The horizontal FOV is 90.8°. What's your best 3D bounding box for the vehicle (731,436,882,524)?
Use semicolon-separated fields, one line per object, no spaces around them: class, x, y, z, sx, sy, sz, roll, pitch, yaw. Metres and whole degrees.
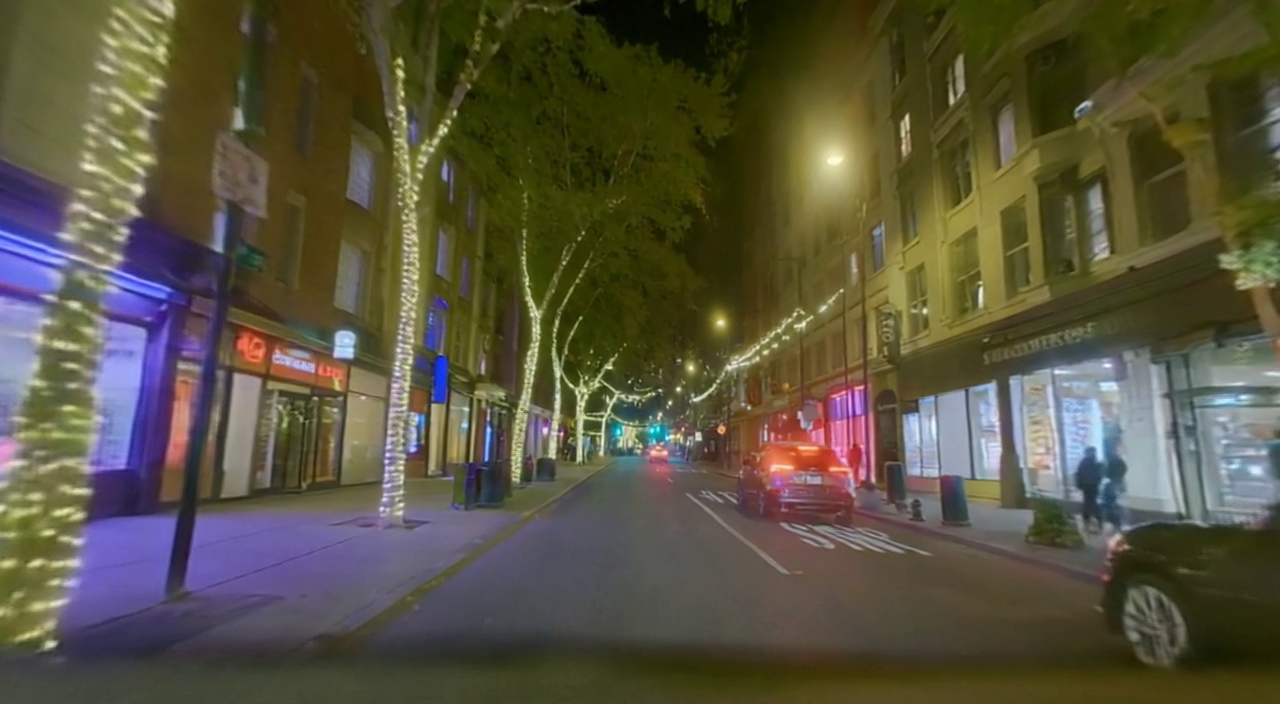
vehicle;3.313;2.647;13.603;1.971;1.559;4.326;0;-9;-1

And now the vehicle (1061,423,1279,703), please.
vehicle;3.995;0.953;2.154;1.977;1.478;4.458;0;-9;-1
